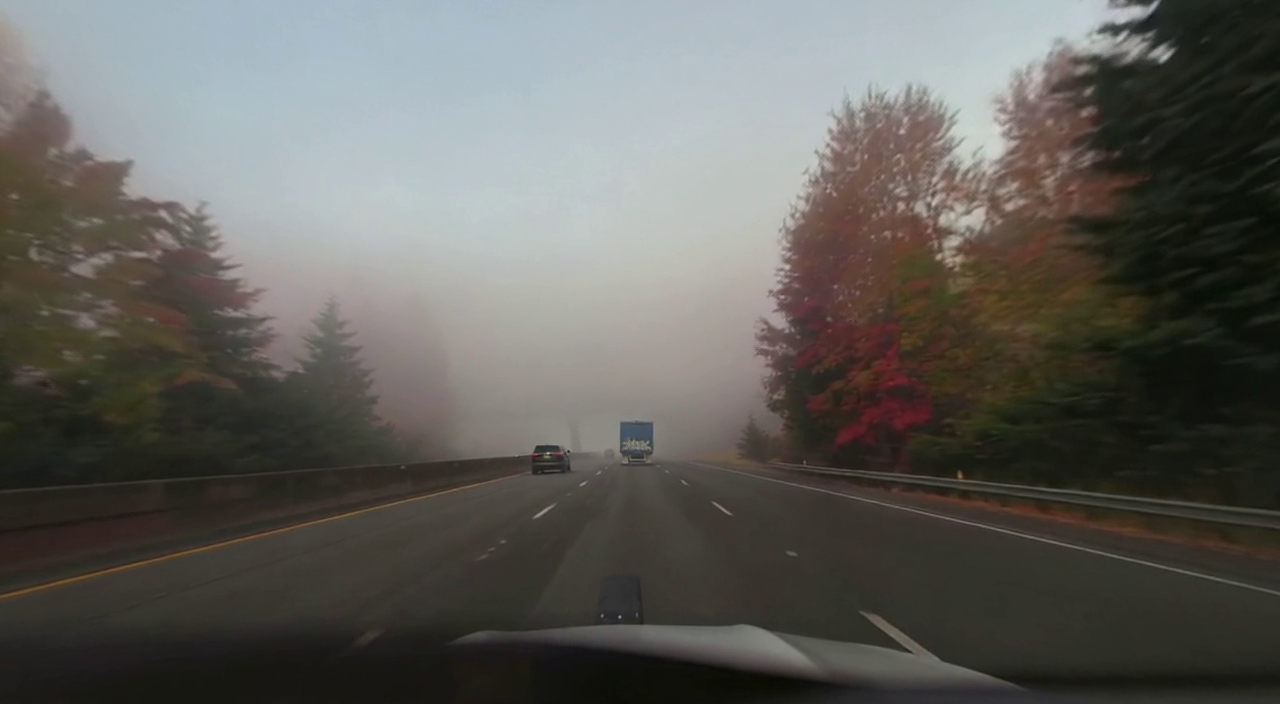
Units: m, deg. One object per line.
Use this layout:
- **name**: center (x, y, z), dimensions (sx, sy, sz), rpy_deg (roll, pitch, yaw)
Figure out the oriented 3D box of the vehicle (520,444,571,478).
- **vehicle**: center (-4.423, 5.160, 29.932), dimensions (1.892, 1.529, 3.996), rpy_deg (0, -9, -1)
